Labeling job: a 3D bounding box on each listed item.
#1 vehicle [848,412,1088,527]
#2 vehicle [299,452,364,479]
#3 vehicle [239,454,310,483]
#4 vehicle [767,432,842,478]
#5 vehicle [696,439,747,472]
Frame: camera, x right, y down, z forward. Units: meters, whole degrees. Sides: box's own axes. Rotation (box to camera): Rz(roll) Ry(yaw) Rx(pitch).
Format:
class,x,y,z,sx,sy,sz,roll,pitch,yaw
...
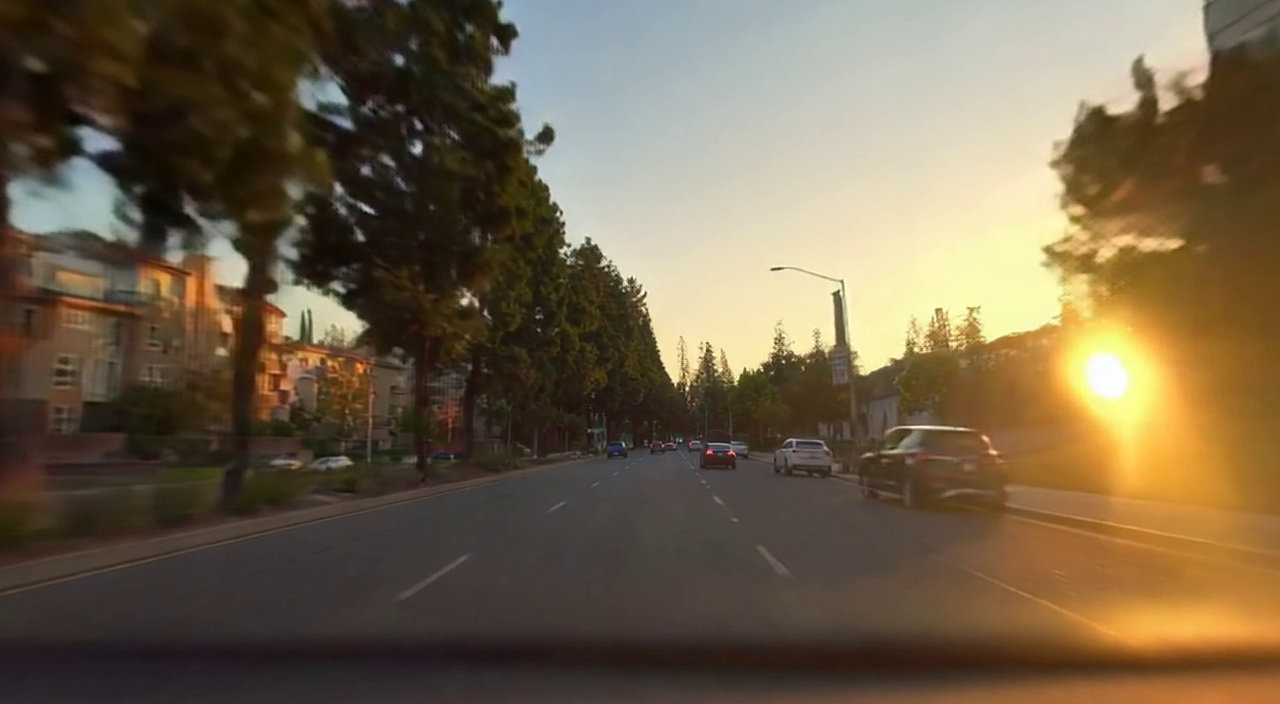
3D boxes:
class,x,y,z,sx,sy,sz,roll,pitch,yaw
vehicle,6.649,2.468,13.887,2.213,1.949,5.907,0,-8,1
vehicle,-21.157,7.784,43.454,1.882,1.479,4.822,-6,-8,2
vehicle,-21.780,6.912,37.689,1.780,1.573,3.881,-1,-8,2
vehicle,7.202,4.579,28.216,2.092,1.849,5.068,0,-8,2
vehicle,4.020,5.204,31.933,2.128,1.502,4.572,0,-8,2
